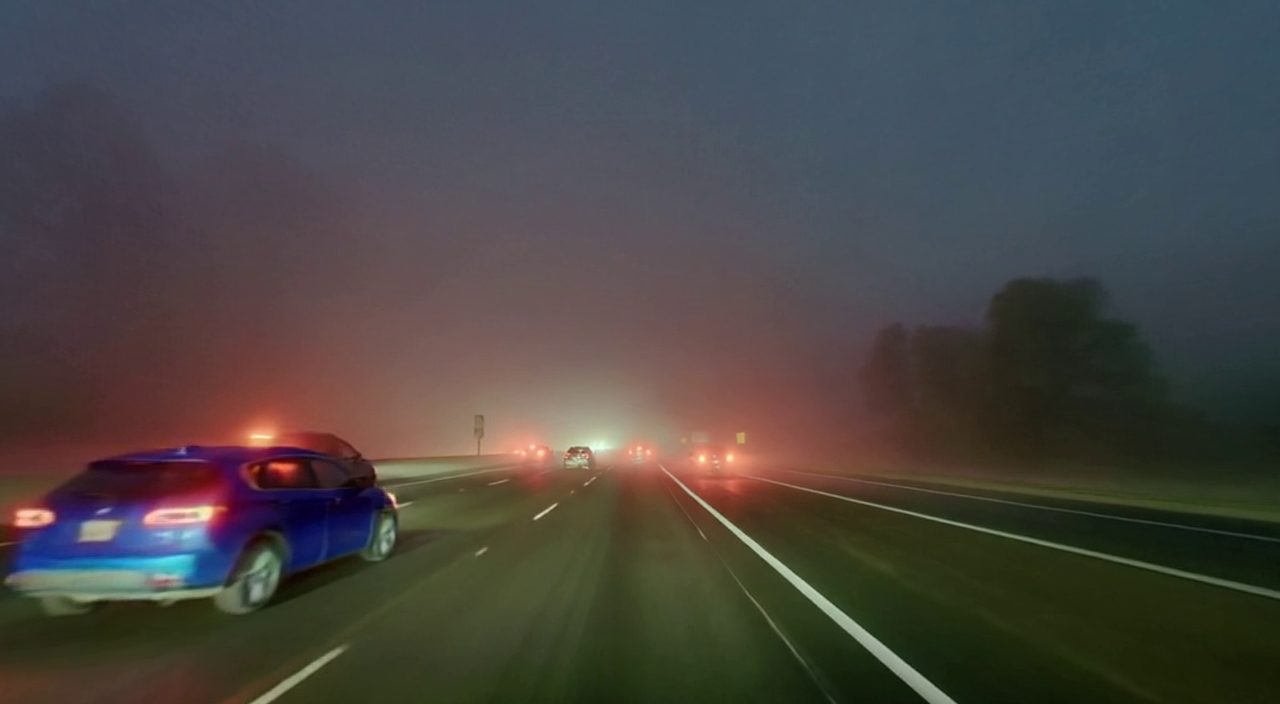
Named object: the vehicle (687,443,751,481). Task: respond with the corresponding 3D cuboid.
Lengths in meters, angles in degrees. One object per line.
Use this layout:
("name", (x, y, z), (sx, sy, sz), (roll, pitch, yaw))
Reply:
("vehicle", (3.293, 4.713, 27.233), (2.141, 1.507, 4.510), (0, -9, -1))

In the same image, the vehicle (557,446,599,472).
("vehicle", (-3.707, 6.444, 38.150), (2.071, 1.478, 4.130), (0, -9, 1))

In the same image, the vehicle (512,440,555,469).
("vehicle", (-6.996, 6.789, 41.836), (2.111, 1.811, 4.391), (0, -9, 0))

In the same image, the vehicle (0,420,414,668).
("vehicle", (-4.038, 1.524, 6.140), (1.988, 1.506, 4.416), (0, -9, 0))
